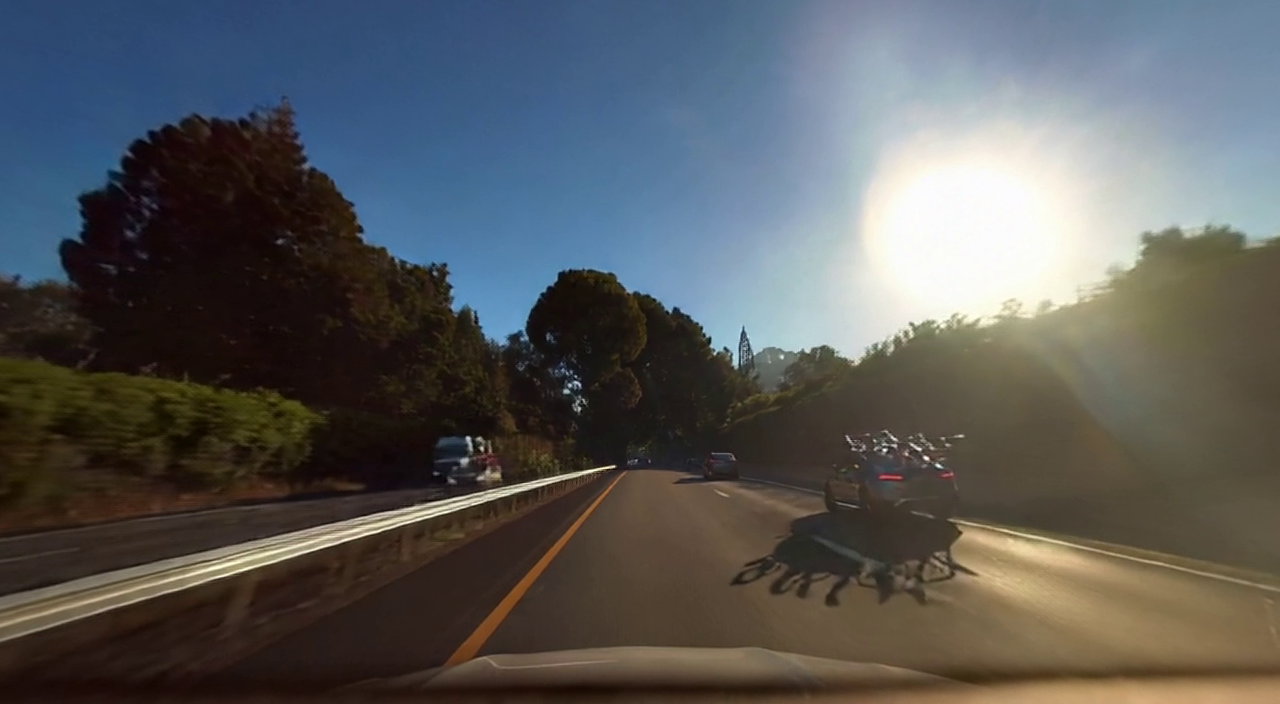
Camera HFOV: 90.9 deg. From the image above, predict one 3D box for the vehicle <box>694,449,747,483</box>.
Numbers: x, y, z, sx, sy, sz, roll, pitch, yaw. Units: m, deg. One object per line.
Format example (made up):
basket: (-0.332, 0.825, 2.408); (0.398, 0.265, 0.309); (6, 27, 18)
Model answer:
vehicle: (4.116, 5.916, 33.012); (2.122, 1.662, 4.392); (0, -9, -1)

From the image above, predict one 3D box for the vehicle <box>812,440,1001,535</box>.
vehicle: (4.883, 2.513, 12.205); (1.964, 1.513, 3.707); (0, -9, -1)

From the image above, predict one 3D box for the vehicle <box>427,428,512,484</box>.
vehicle: (-12.579, 7.871, 47.990); (3.046, 3.630, 12.421); (0, -9, 0)
